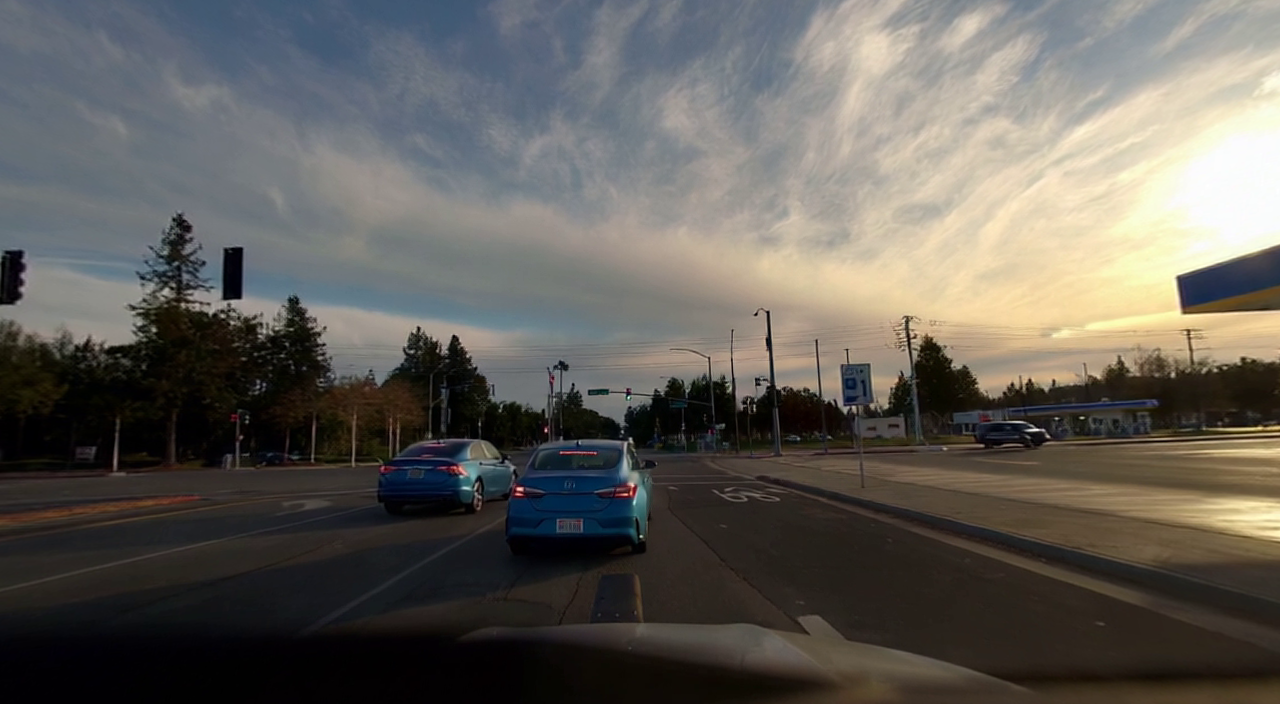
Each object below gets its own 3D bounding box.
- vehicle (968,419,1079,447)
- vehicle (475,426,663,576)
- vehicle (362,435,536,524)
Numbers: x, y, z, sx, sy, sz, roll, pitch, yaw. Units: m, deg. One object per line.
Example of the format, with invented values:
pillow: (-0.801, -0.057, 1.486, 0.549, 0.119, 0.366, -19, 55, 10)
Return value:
vehicle: (21.412, 4.554, 35.408, 4.874, 1.502, 2.048, 0, -8, 0)
vehicle: (-0.650, 1.857, 8.738, 1.916, 1.510, 4.447, 0, -8, 2)
vehicle: (-3.689, 2.552, 13.275, 1.995, 1.506, 4.773, 0, -8, 2)
